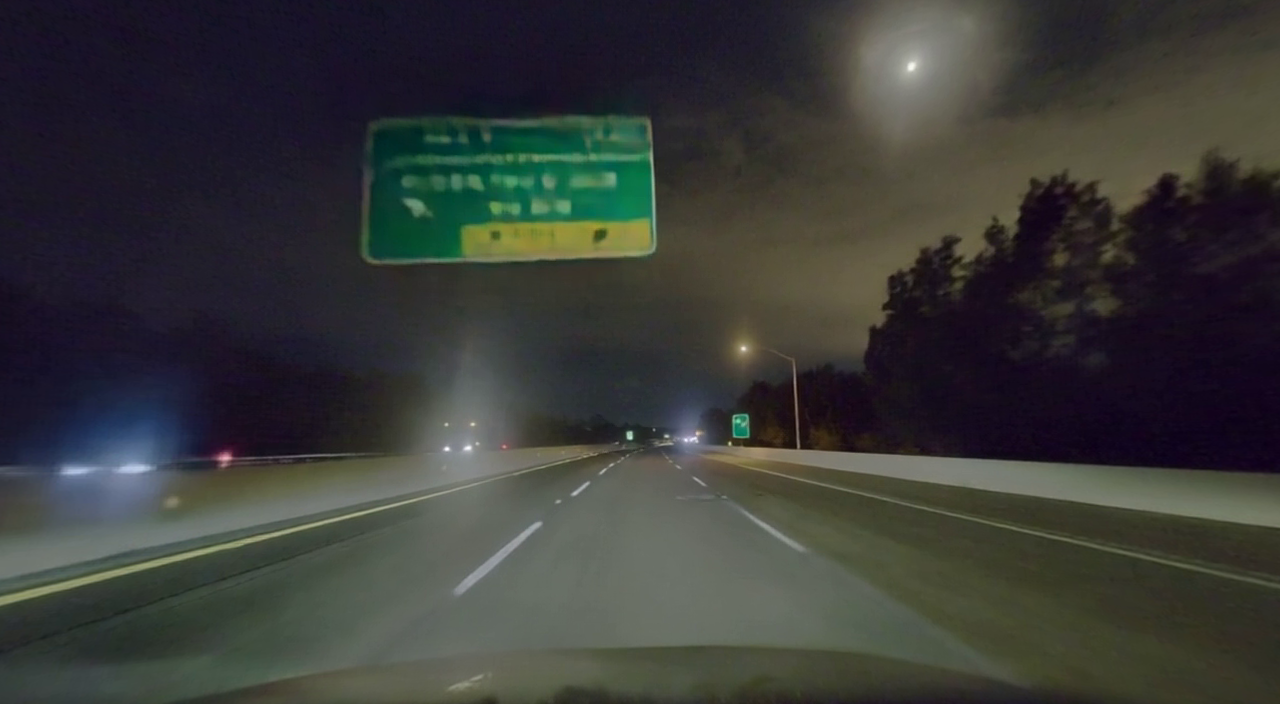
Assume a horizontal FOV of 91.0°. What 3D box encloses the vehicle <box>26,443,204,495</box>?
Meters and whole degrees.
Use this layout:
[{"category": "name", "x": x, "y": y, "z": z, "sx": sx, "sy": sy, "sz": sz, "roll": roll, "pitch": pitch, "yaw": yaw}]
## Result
[{"category": "vehicle", "x": -17.303, "y": 3.834, "z": 21.152, "sx": 1.905, "sy": 1.489, "sz": 4.751, "roll": -1, "pitch": -8, "yaw": 0}]
